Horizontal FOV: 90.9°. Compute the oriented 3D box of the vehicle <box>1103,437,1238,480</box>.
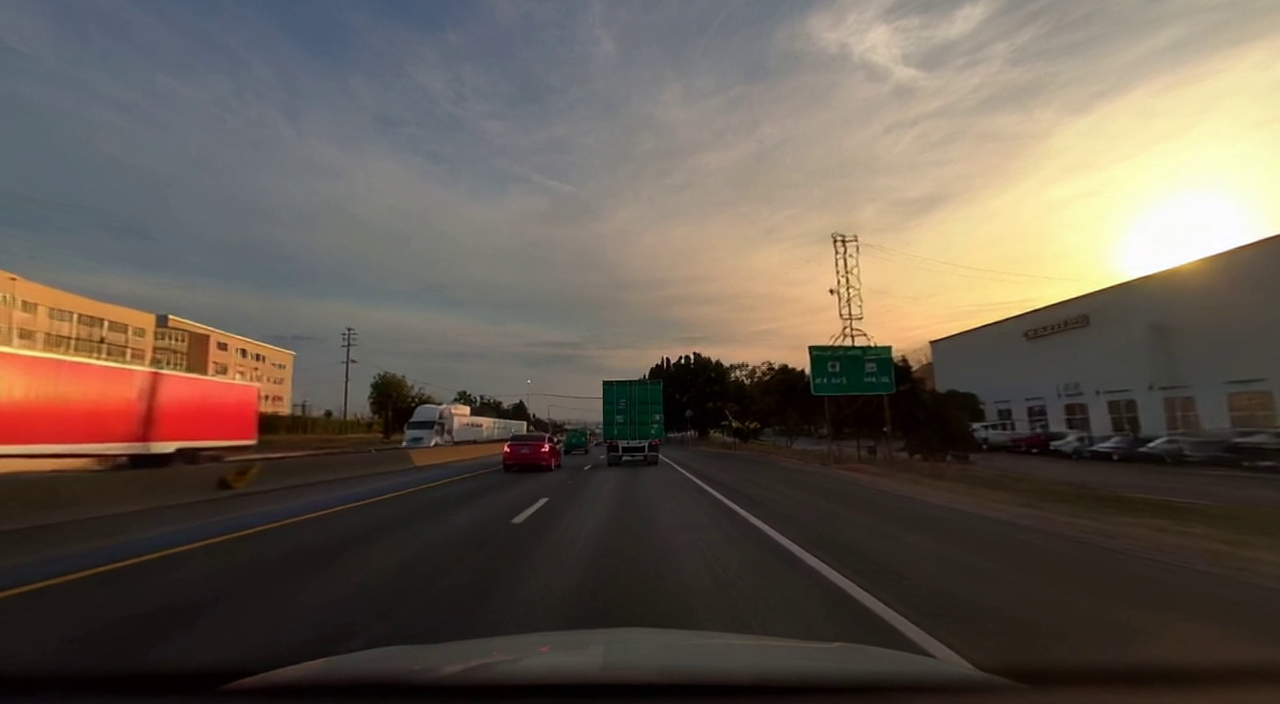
[{"bbox_3d":[23.026,4.612,27.623,1.986,1.605,4.381,-2,-7,-2],"label":"vehicle"}]

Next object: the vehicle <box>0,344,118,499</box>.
[{"bbox_3d":[-17.051,1.477,13.703,2.959,3.738,9.951,0,-8,-1],"label":"vehicle"}]

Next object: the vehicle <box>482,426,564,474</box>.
[{"bbox_3d":[-4.231,3.626,23.664,2.005,1.602,5.131,0,-8,1],"label":"vehicle"}]

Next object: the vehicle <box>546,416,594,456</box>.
[{"bbox_3d":[-4.973,6.144,46.027,2.717,2.714,6.997,0,-8,-1],"label":"vehicle"}]

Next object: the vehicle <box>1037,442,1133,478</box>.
[{"bbox_3d":[22.951,5.528,32.746,1.699,1.625,4.494,-2,-8,0],"label":"vehicle"}]

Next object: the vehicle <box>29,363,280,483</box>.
[{"bbox_3d":[-17.234,2.725,23.469,2.786,3.661,8.169,0,-8,-1],"label":"vehicle"}]

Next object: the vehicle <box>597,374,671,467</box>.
[{"bbox_3d":[-0.370,3.666,32.765,3.259,4.066,9.891,0,-8,-1],"label":"vehicle"}]
